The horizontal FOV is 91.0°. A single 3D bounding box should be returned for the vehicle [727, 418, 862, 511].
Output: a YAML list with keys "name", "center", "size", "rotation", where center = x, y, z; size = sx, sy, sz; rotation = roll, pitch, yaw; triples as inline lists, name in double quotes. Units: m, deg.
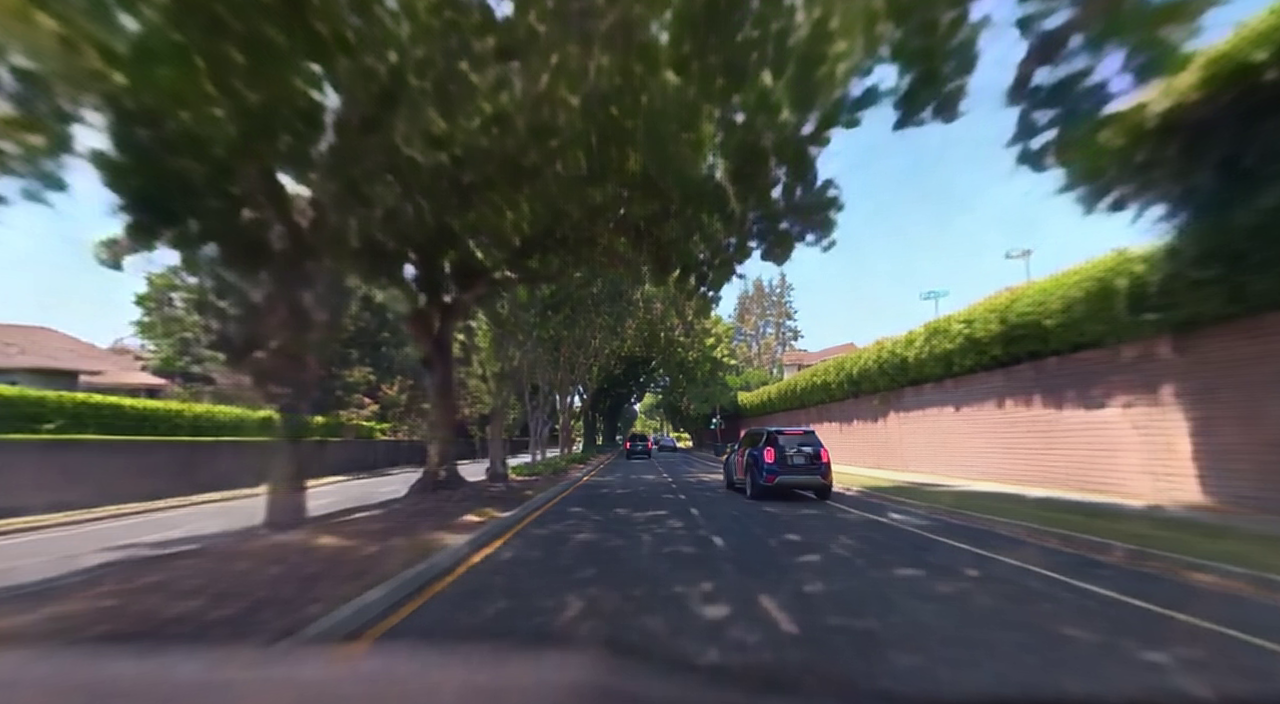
- name: "vehicle"
  center: [3.155, 2.405, 13.803]
  size: [1.840, 1.709, 4.202]
  rotation: [0, -9, -1]

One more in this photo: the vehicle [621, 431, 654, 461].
- name: "vehicle"
  center: [-0.179, 5.985, 40.038]
  size: [1.984, 1.777, 3.148]
  rotation: [0, -9, -1]
